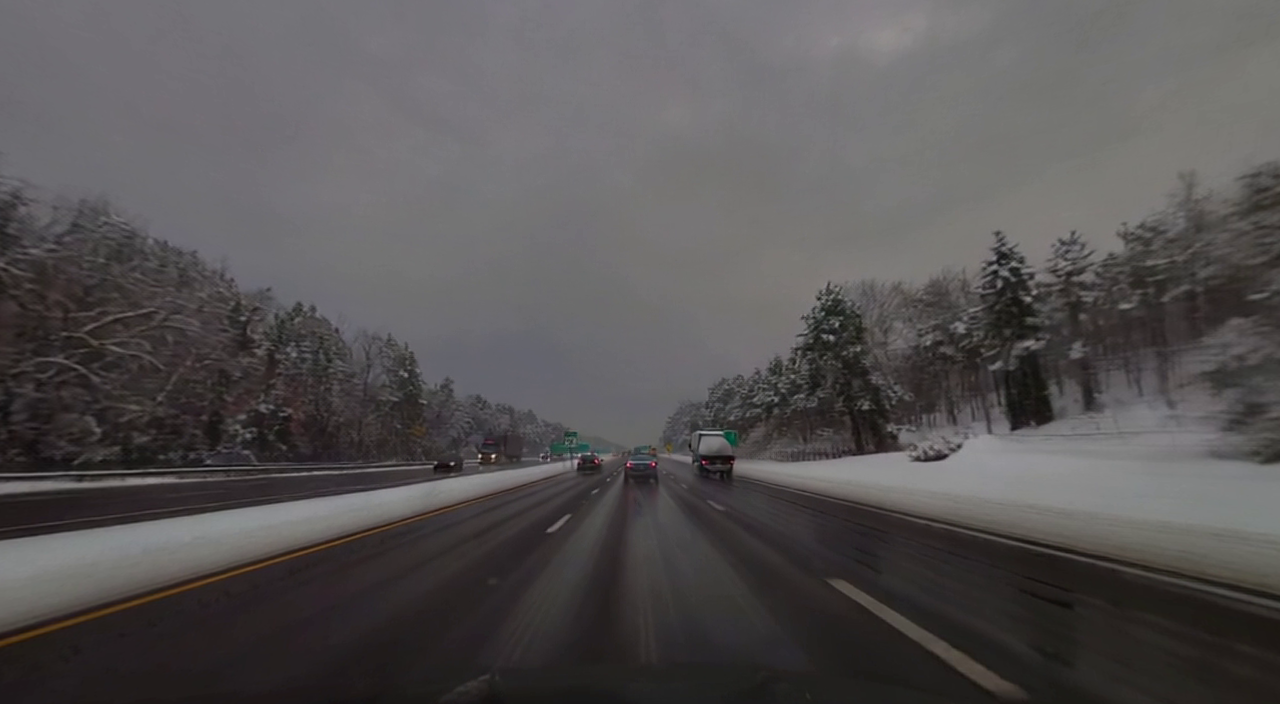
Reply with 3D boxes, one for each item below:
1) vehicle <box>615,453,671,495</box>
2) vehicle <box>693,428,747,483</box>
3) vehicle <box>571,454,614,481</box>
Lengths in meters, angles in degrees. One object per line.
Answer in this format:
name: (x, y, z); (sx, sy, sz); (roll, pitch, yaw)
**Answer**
vehicle: (0.090, 4.858, 25.446); (2.089, 1.516, 4.191); (0, -9, -1)
vehicle: (5.018, 6.359, 38.678); (2.650, 2.978, 6.937); (-3, -10, 11)
vehicle: (-2.718, 6.691, 36.743); (2.105, 1.467, 4.099); (0, -9, 1)
